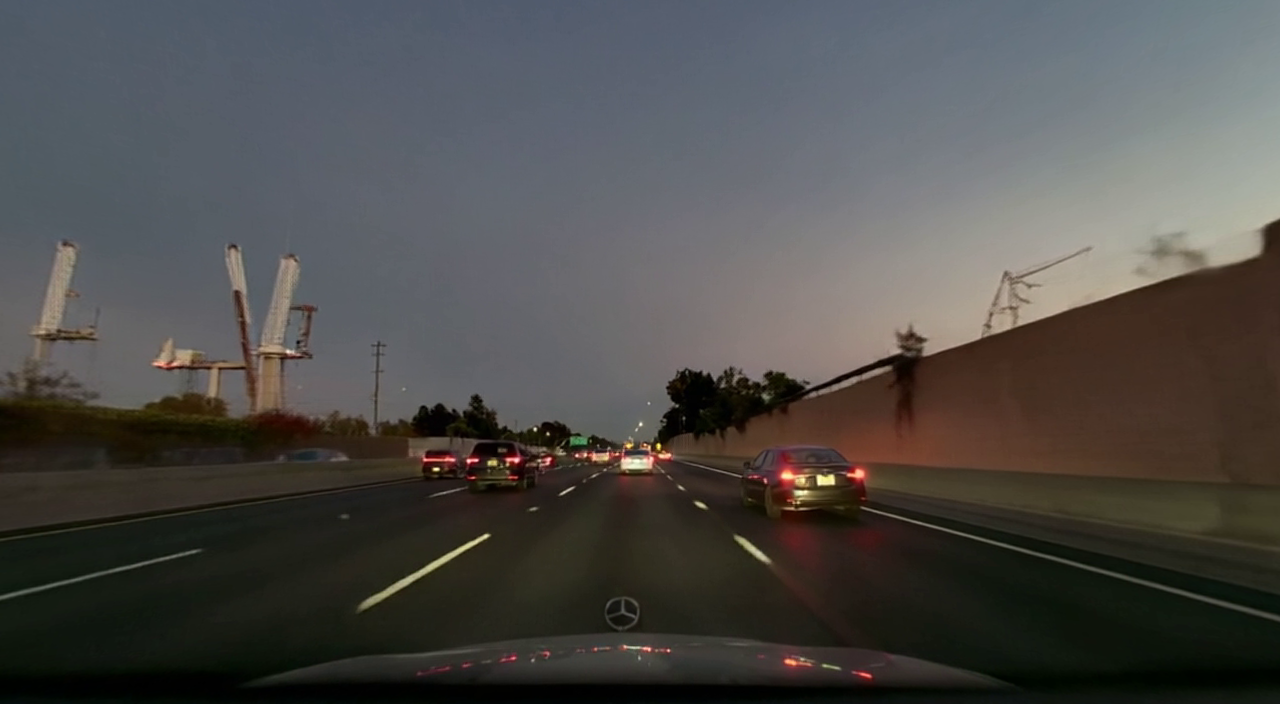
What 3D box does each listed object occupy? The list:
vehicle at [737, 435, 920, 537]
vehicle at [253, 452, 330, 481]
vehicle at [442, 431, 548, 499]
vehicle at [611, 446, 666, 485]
[{"bbox_3d":[3.186,2.359,11.820,1.917,1.507,4.540,0,-9,-2],"label":"vehicle"},{"bbox_3d":[-19.635,6.438,35.829,1.800,1.474,4.377,0,-9,1],"label":"vehicle"},{"bbox_3d":[-4.156,3.321,18.905,2.121,1.775,4.335,0,-9,0],"label":"vehicle"},{"bbox_3d":[-0.088,4.572,25.751,2.045,1.452,4.040,0,-9,-1],"label":"vehicle"}]
